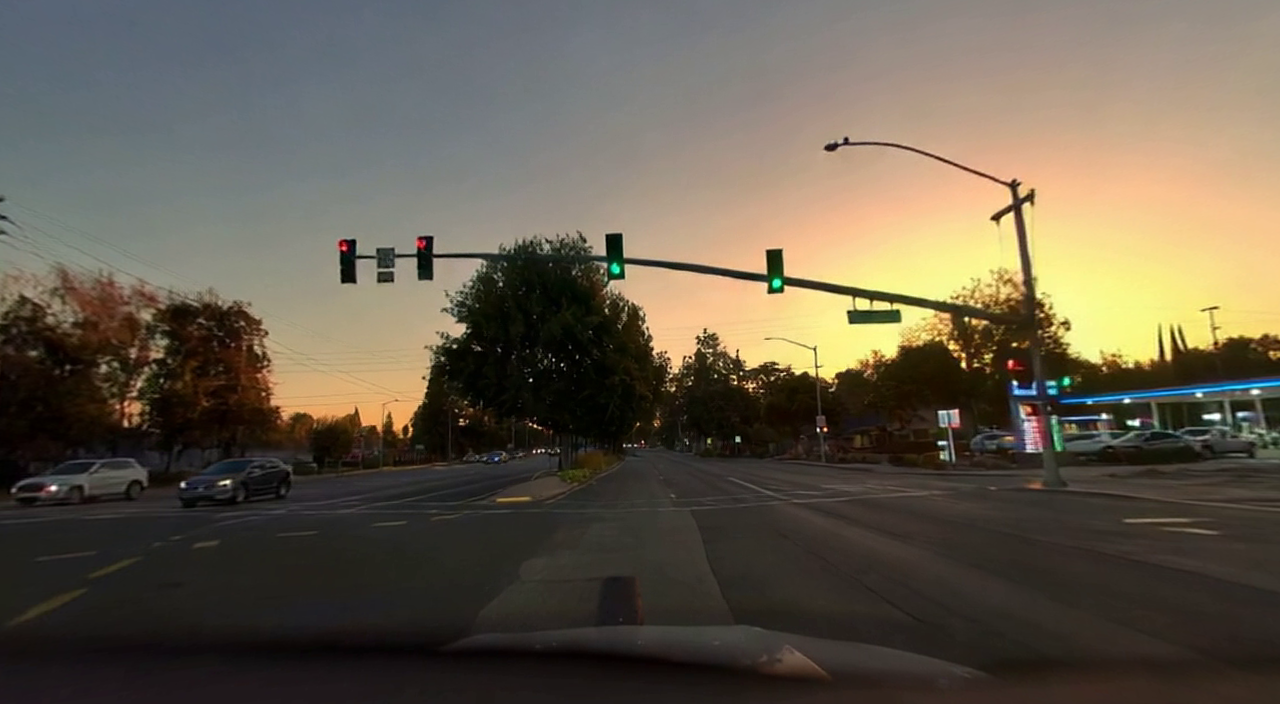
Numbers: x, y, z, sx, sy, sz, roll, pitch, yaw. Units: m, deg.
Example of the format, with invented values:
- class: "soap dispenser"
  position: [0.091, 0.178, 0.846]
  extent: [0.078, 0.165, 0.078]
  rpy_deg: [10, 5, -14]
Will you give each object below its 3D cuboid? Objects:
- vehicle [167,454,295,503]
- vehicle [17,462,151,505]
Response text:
- class: "vehicle"
  position: [-15.326, 4.727, 24.026]
  extent: [2.053, 1.598, 4.336]
  rpy_deg: [0, -9, -2]
- class: "vehicle"
  position: [-24.906, 5.861, 28.567]
  extent: [2.098, 1.684, 4.388]
  rpy_deg: [0, -9, -2]
